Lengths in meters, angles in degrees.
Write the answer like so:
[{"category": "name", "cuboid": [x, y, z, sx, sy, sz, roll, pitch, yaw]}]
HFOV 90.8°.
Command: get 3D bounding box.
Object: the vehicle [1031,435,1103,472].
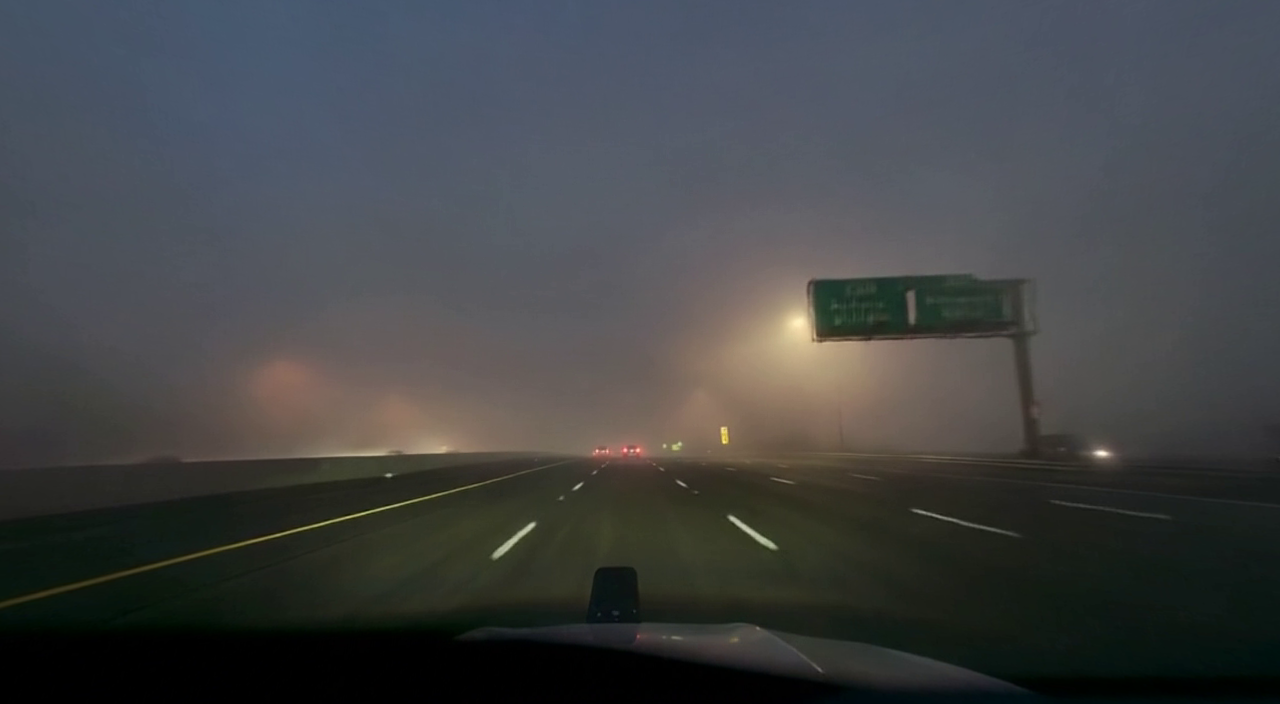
[{"category": "vehicle", "cuboid": [24.915, 5.852, 36.714, 2.669, 1.972, 6.141, -7, -11, 39]}]
